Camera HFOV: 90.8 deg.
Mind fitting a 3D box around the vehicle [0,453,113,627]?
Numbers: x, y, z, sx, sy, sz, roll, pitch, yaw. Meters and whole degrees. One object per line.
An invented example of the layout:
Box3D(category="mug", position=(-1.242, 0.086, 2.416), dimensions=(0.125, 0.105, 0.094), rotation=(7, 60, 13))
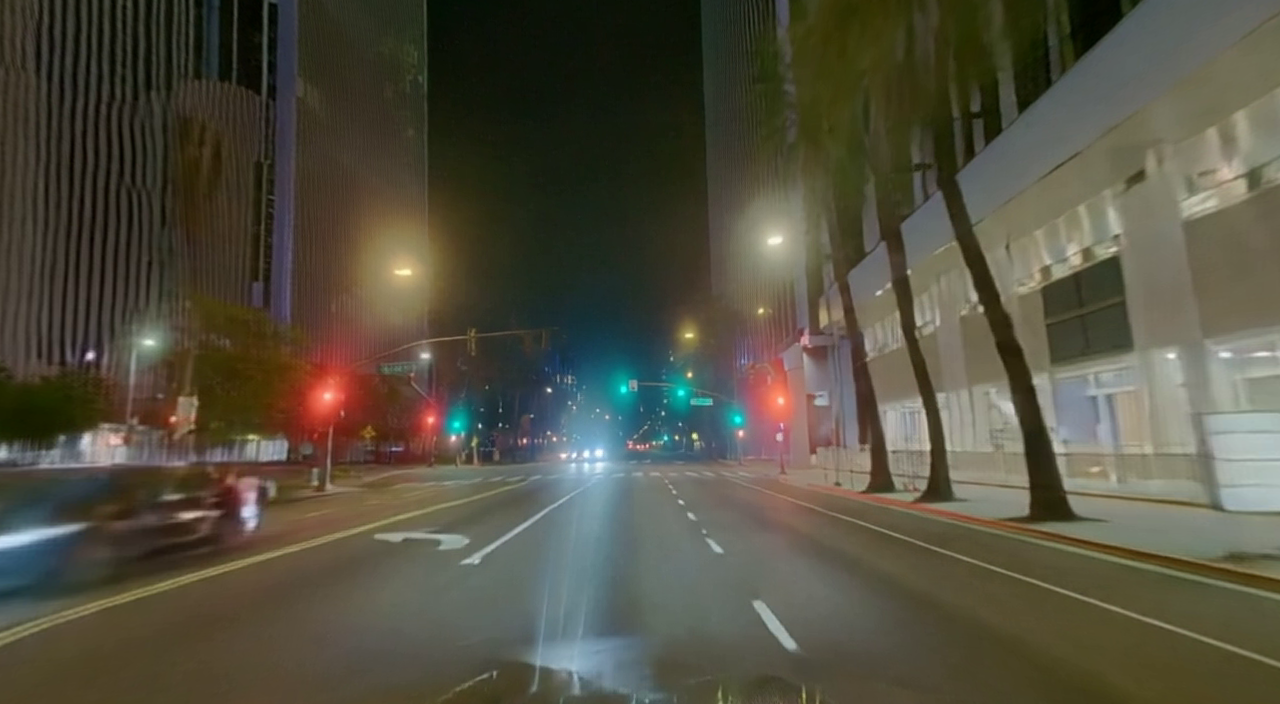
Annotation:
Box3D(category="vehicle", position=(-6.411, 1.457, 4.353), dimensions=(1.868, 1.467, 4.267), rotation=(0, -9, 0))

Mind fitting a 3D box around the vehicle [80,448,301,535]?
Box3D(category="vehicle", position=(-10.001, 3.079, 14.614), dimensions=(1.923, 1.662, 4.318), rotation=(0, -9, 0))
